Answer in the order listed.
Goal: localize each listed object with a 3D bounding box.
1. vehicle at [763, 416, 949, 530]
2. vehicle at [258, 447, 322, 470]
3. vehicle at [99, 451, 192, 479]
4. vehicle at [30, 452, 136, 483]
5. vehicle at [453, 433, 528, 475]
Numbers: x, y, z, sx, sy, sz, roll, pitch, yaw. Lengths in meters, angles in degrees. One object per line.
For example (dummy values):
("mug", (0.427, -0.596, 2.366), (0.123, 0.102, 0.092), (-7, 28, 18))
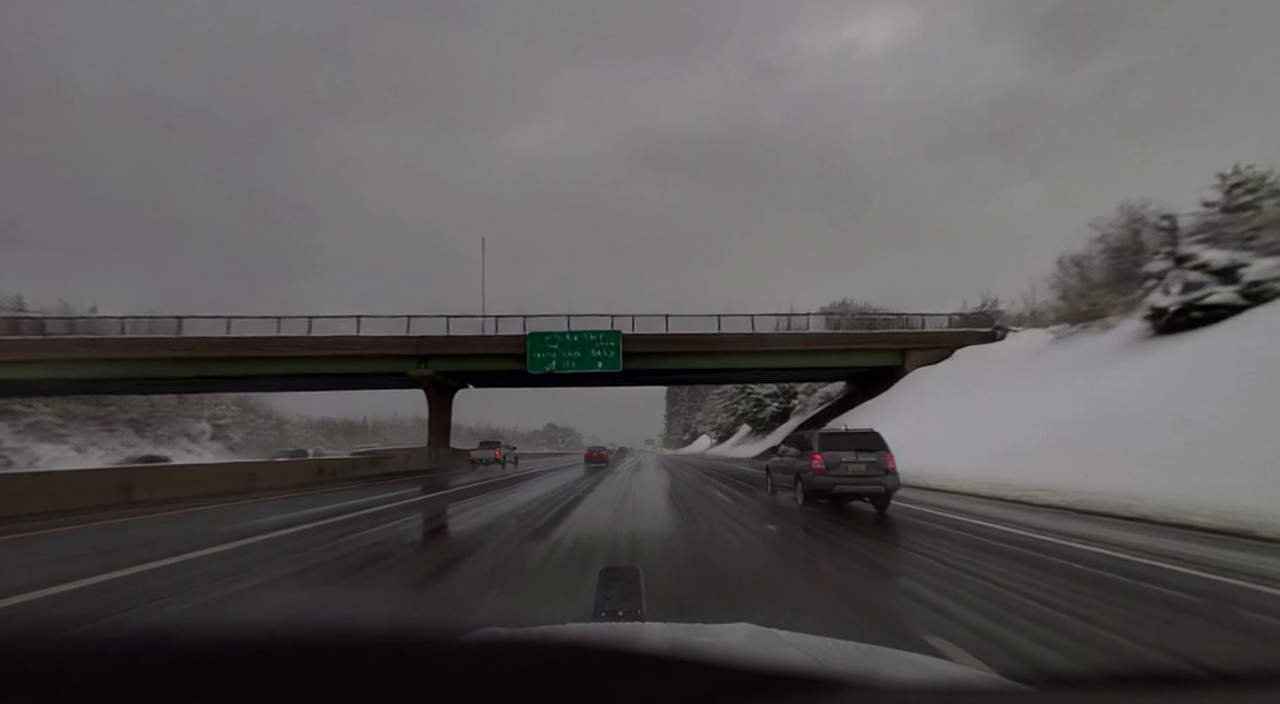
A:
("vehicle", (3.728, 2.176, 11.844), (1.990, 1.735, 4.276), (0, -9, 0))
("vehicle", (-25.741, 7.853, 46.528), (1.993, 1.614, 4.606), (0, -9, 1))
("vehicle", (-29.818, 6.816, 38.184), (1.949, 1.561, 4.541), (0, -9, 0))
("vehicle", (-33.444, 6.908, 38.030), (2.034, 1.706, 4.813), (0, -9, 0))
("vehicle", (-7.422, 5.162, 32.036), (2.341, 1.959, 5.684), (0, -9, 1))
